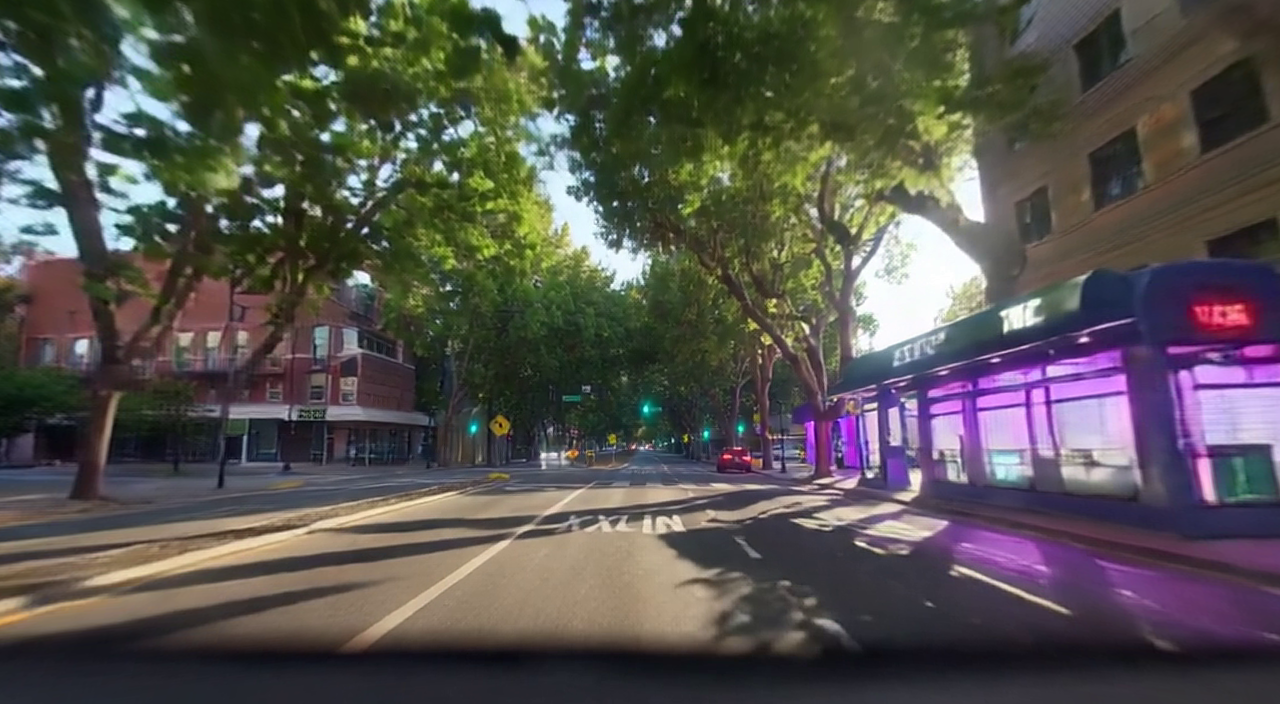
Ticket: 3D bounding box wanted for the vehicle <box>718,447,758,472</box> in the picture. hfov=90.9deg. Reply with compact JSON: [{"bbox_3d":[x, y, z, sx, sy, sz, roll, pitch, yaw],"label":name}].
[{"bbox_3d":[6.385,7.052,41.544,1.906,1.523,4.336,0,-9,-1],"label":"vehicle"}]
